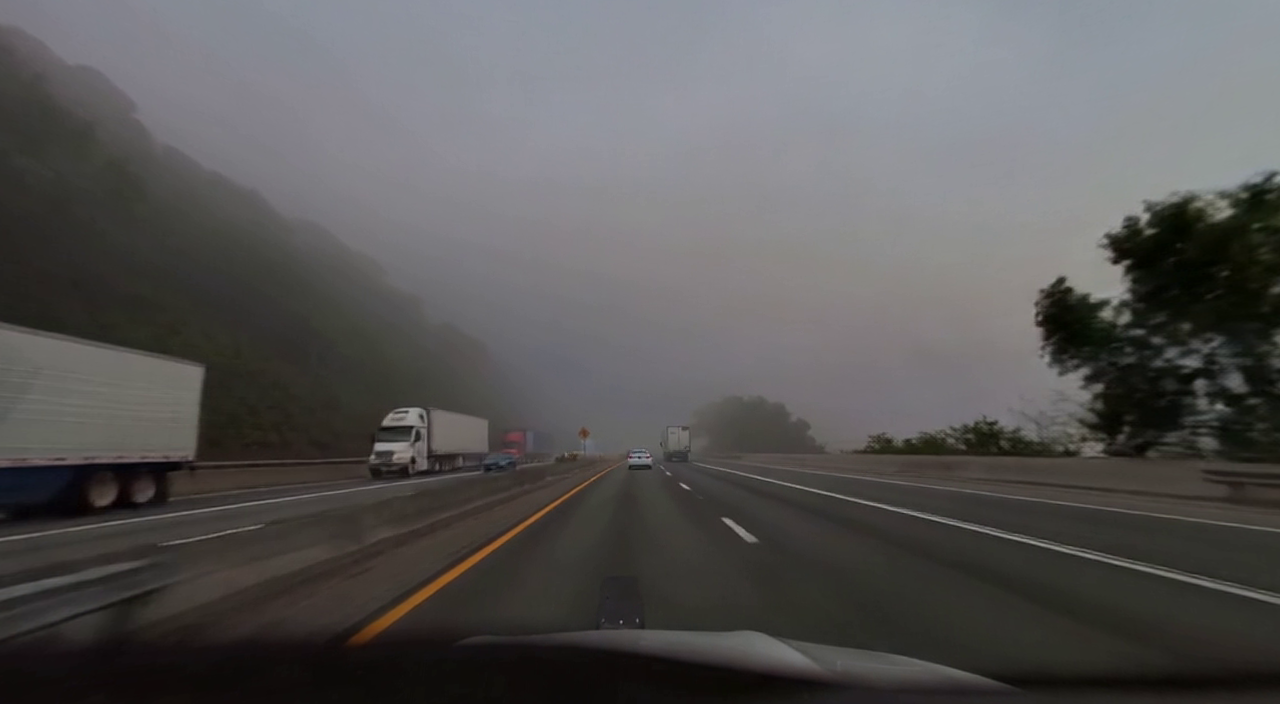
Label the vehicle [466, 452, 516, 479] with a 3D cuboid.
[{"bbox_3d":[-8.857,6.735,37.761,1.912,1.462,4.317,0,-9,0],"label":"vehicle"}]

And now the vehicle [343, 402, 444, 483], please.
[{"bbox_3d":[-12.938,4.868,33.771,2.949,3.947,5.850,0,-9,0],"label":"vehicle"}]

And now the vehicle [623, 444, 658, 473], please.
[{"bbox_3d":[0.022,6.800,40.469,2.137,1.689,4.051,0,-9,-1],"label":"vehicle"}]

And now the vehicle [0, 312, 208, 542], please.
[{"bbox_3d":[-12.776,1.056,9.427,2.849,4.050,14.158,0,-9,-1],"label":"vehicle"}]
